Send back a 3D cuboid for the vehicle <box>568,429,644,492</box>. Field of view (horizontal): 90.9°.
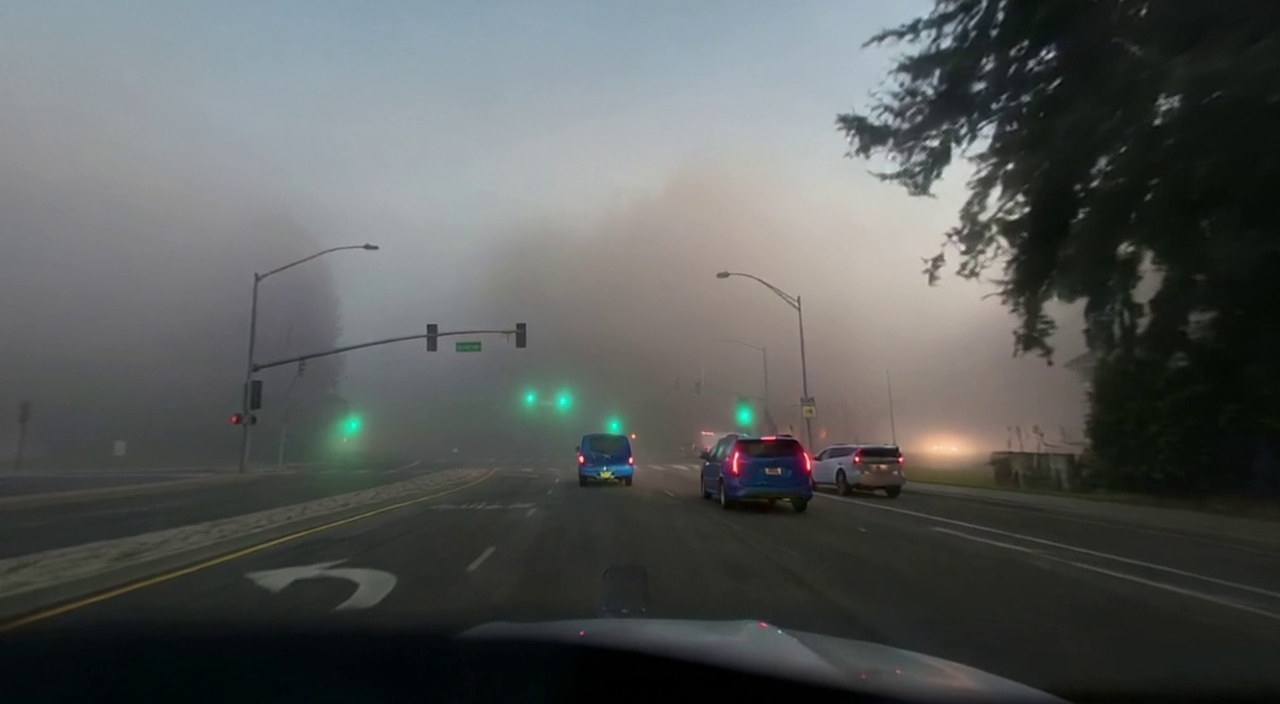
[{"bbox_3d":[-1.241,3.515,20.761,2.185,1.822,4.583,1,-9,-7],"label":"vehicle"}]

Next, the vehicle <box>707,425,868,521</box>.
[{"bbox_3d":[2.909,2.517,13.654,2.024,1.686,4.588,0,-9,-5],"label":"vehicle"}]
